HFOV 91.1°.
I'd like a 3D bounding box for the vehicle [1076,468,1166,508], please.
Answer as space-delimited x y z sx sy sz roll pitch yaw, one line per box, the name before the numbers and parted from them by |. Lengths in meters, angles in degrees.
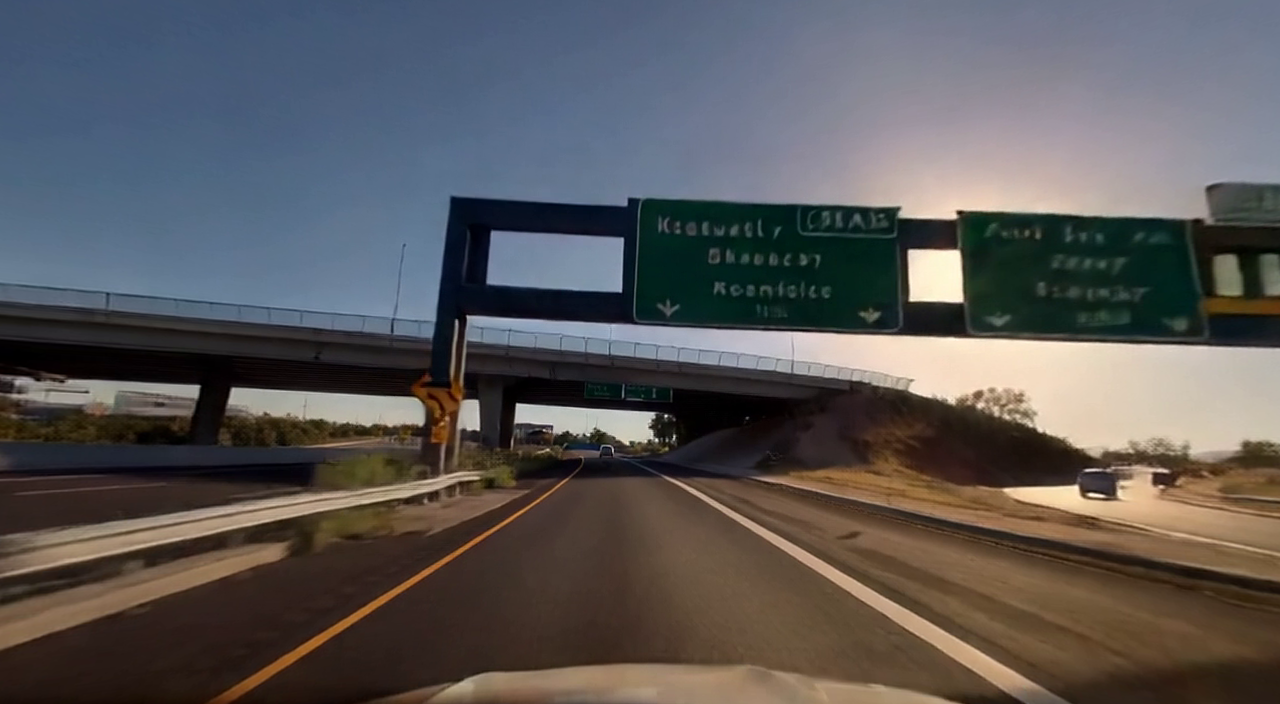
vehicle | 20.191 5.670 26.569 2.129 1.444 3.649 -4 -10 24
